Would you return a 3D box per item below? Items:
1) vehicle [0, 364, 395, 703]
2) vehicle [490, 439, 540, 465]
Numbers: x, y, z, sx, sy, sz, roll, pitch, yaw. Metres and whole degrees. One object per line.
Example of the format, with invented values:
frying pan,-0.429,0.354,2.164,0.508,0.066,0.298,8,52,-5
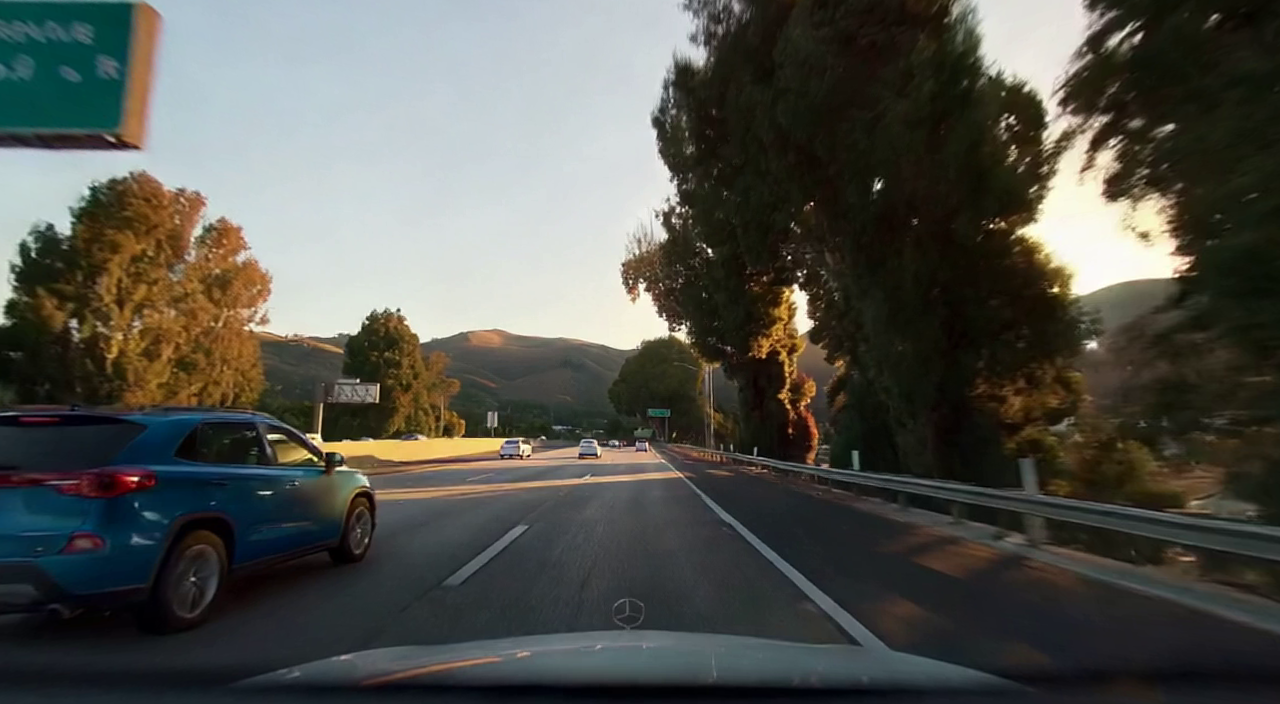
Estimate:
vehicle,-4.025,1.232,5.237,2.138,1.718,4.415,0,-8,1
vehicle,-7.529,6.081,38.477,1.963,1.476,4.739,0,-8,1
